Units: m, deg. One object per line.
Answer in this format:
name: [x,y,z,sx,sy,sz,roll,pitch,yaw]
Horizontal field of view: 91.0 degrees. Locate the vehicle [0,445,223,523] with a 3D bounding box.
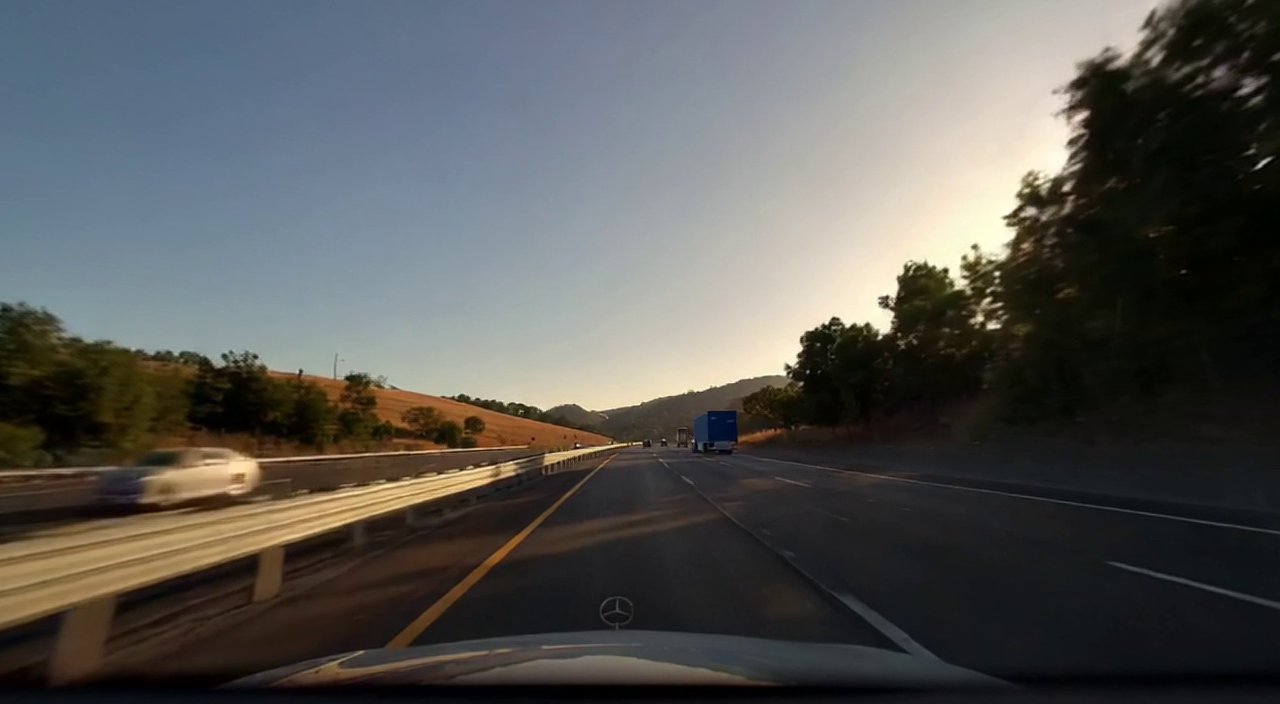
vehicle: [-11.723,2.855,14.213,1.939,1.470,3.994,0,-8,-1]
